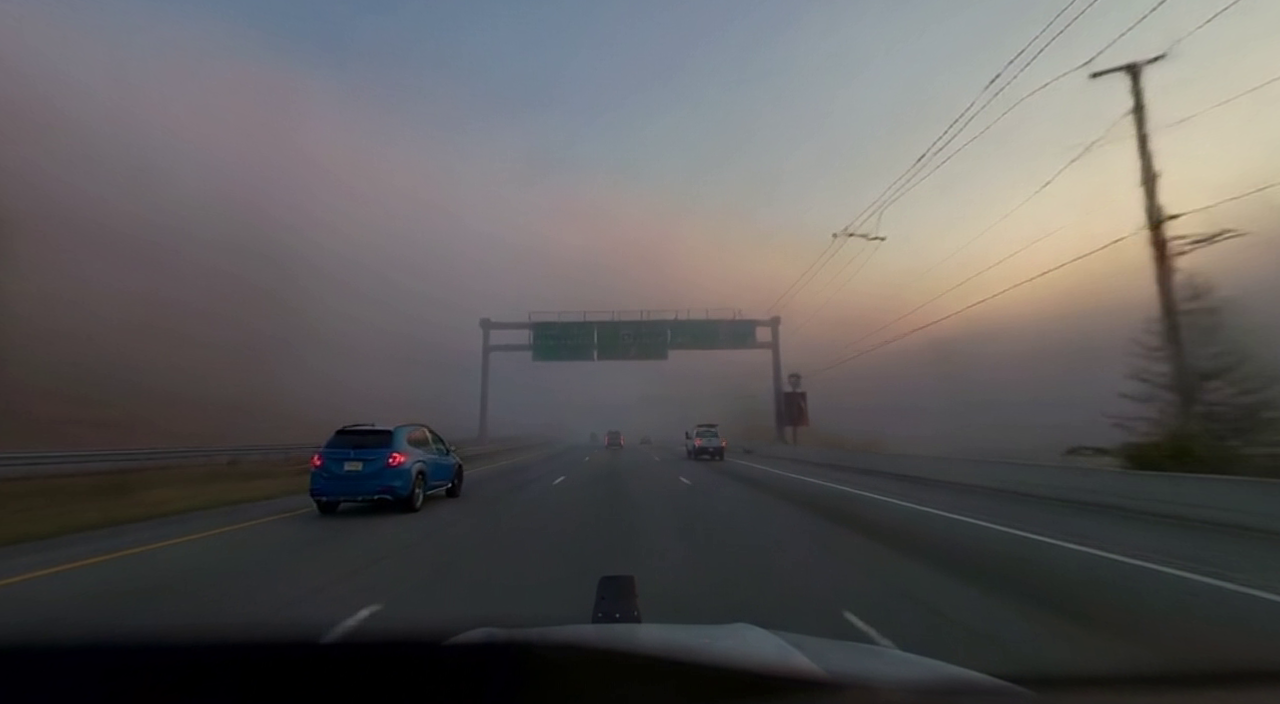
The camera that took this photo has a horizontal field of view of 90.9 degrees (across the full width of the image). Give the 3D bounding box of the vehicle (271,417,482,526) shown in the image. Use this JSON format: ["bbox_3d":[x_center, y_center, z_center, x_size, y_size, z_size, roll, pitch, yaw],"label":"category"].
[{"bbox_3d":[-4.404,2.027,11.365,2.100,1.590,4.077,0,-7,-1],"label":"vehicle"}]

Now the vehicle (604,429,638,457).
[{"bbox_3d":[-1.264,5.965,41.426,2.159,1.690,3.720,0,-7,-3],"label":"vehicle"}]

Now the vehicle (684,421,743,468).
[{"bbox_3d":[3.120,4.002,27.431,1.976,1.905,3.263,0,-7,-4],"label":"vehicle"}]
